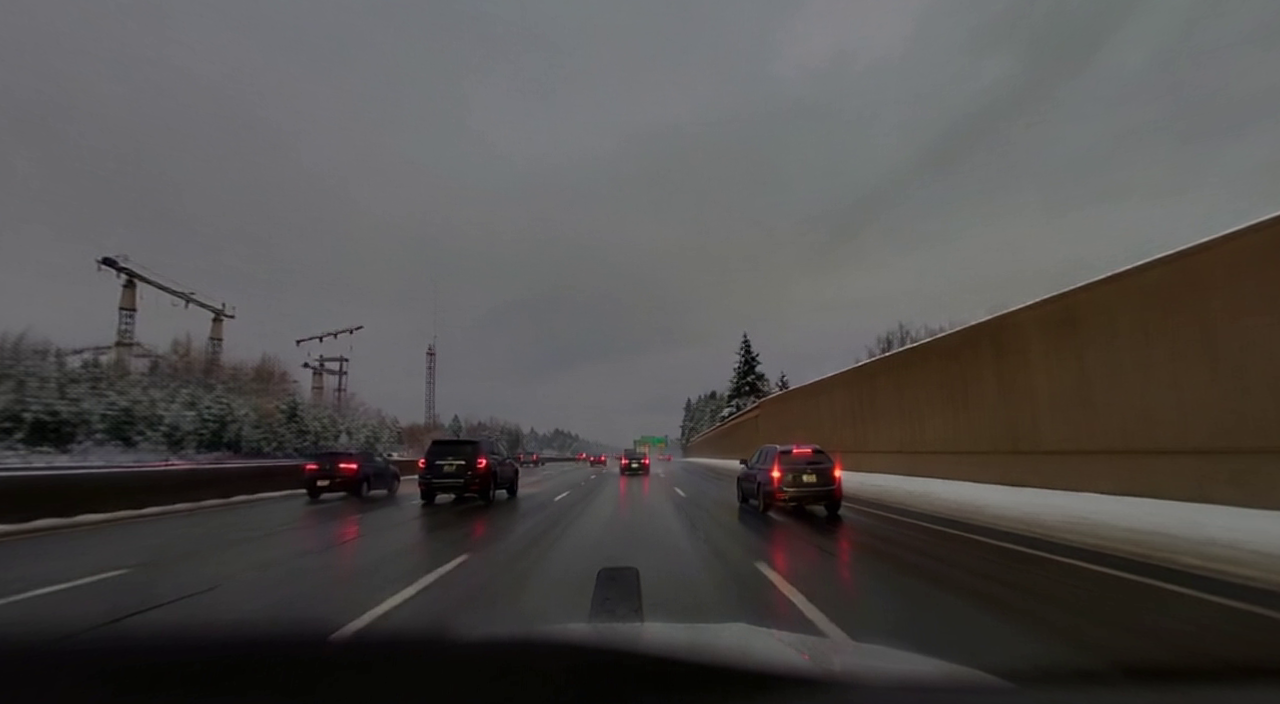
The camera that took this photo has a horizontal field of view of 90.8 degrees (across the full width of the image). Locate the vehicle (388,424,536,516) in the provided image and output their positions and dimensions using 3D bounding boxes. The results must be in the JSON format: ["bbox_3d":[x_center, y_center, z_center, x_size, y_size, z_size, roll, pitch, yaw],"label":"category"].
[{"bbox_3d":[-3.852,2.644,14.629,2.121,1.775,4.335,0,-9,0],"label":"vehicle"}]

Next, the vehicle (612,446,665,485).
[{"bbox_3d":[-0.082,4.666,26.325,2.045,1.452,4.040,0,-9,-1],"label":"vehicle"}]

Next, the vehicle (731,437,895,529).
[{"bbox_3d":[3.223,2.527,12.845,1.917,1.507,4.540,0,-9,-2],"label":"vehicle"}]

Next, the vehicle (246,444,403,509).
[{"bbox_3d":[-8.099,3.199,16.778,1.908,1.476,4.342,0,-9,0],"label":"vehicle"}]
